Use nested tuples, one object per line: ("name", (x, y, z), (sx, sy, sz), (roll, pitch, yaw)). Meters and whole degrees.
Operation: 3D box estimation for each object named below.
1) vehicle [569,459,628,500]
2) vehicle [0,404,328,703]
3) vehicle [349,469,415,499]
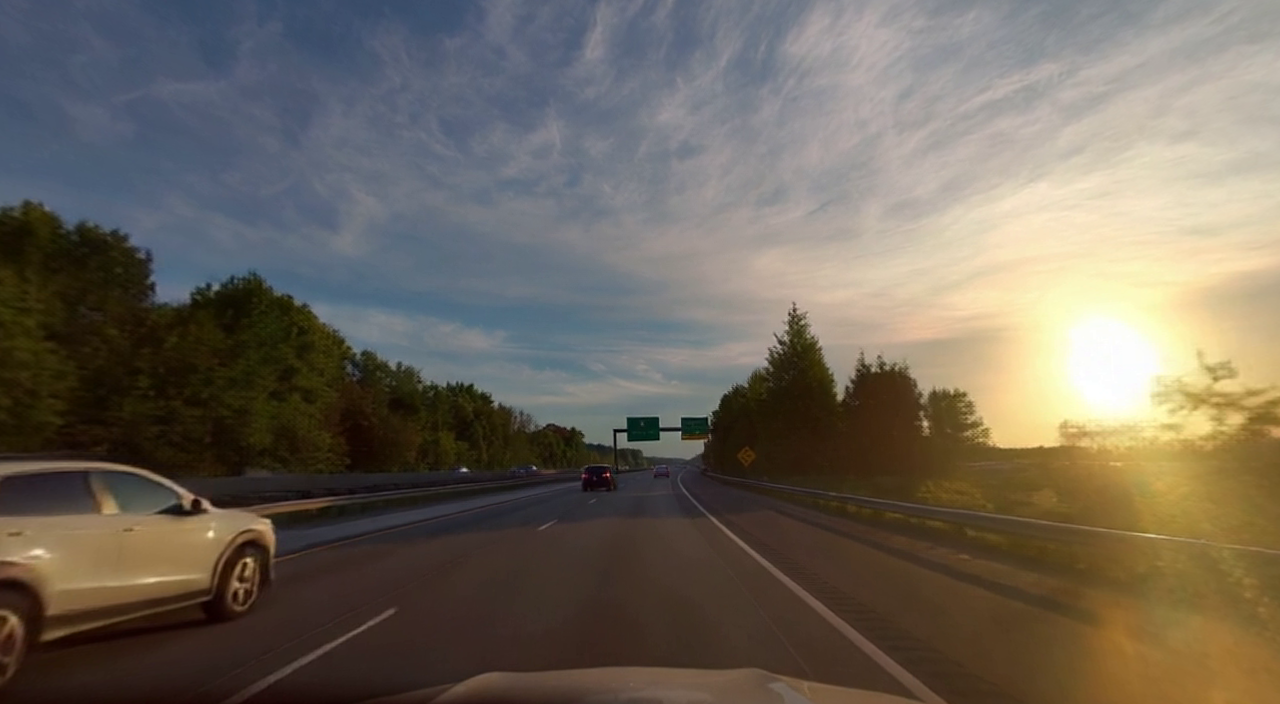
("vehicle", (-1.706, 5.551, 27.551), (2.000, 1.594, 3.996), (0, -10, 4))
("vehicle", (-4.094, 1.135, 3.651), (2.063, 1.556, 4.740), (1, -10, 1))
("vehicle", (-13.873, 7.112, 34.146), (1.793, 1.426, 3.955), (1, -10, 2))
